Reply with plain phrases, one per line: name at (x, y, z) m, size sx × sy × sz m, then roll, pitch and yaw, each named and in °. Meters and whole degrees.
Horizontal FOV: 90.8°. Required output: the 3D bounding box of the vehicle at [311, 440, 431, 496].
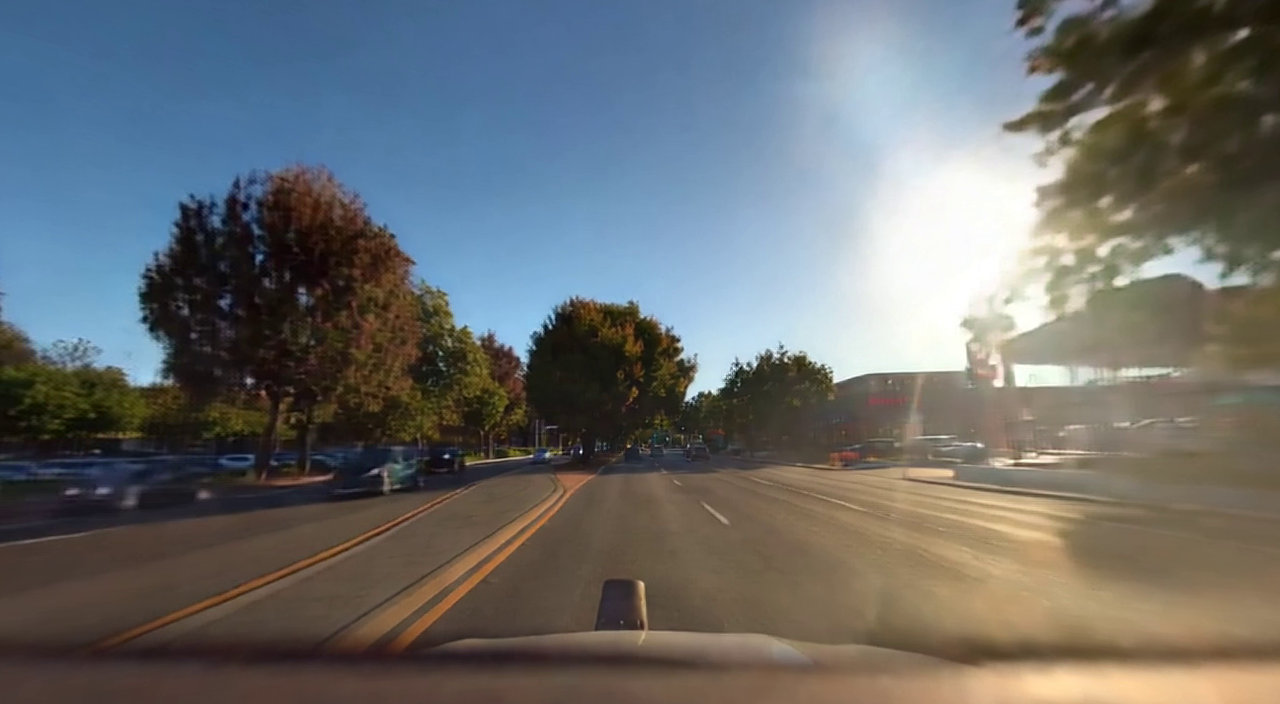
vehicle at (-8.818, 3.831, 21.219) m, size 2.043 × 1.651 × 4.441 m, roll 0°, pitch -9°, yaw 0°

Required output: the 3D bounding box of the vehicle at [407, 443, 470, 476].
vehicle at (-11.746, 6.287, 37.239) m, size 2.066 × 1.798 × 4.838 m, roll 0°, pitch -9°, yaw 0°

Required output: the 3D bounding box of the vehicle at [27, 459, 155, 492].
vehicle at (-28.009, 6.296, 32.434) m, size 4.496 × 1.428 × 1.979 m, roll 3°, pitch -11°, yaw -26°

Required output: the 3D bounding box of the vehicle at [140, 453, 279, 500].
vehicle at (-15.200, 4.390, 22.677) m, size 1.844 × 1.472 × 4.429 m, roll 0°, pitch -9°, yaw 0°
